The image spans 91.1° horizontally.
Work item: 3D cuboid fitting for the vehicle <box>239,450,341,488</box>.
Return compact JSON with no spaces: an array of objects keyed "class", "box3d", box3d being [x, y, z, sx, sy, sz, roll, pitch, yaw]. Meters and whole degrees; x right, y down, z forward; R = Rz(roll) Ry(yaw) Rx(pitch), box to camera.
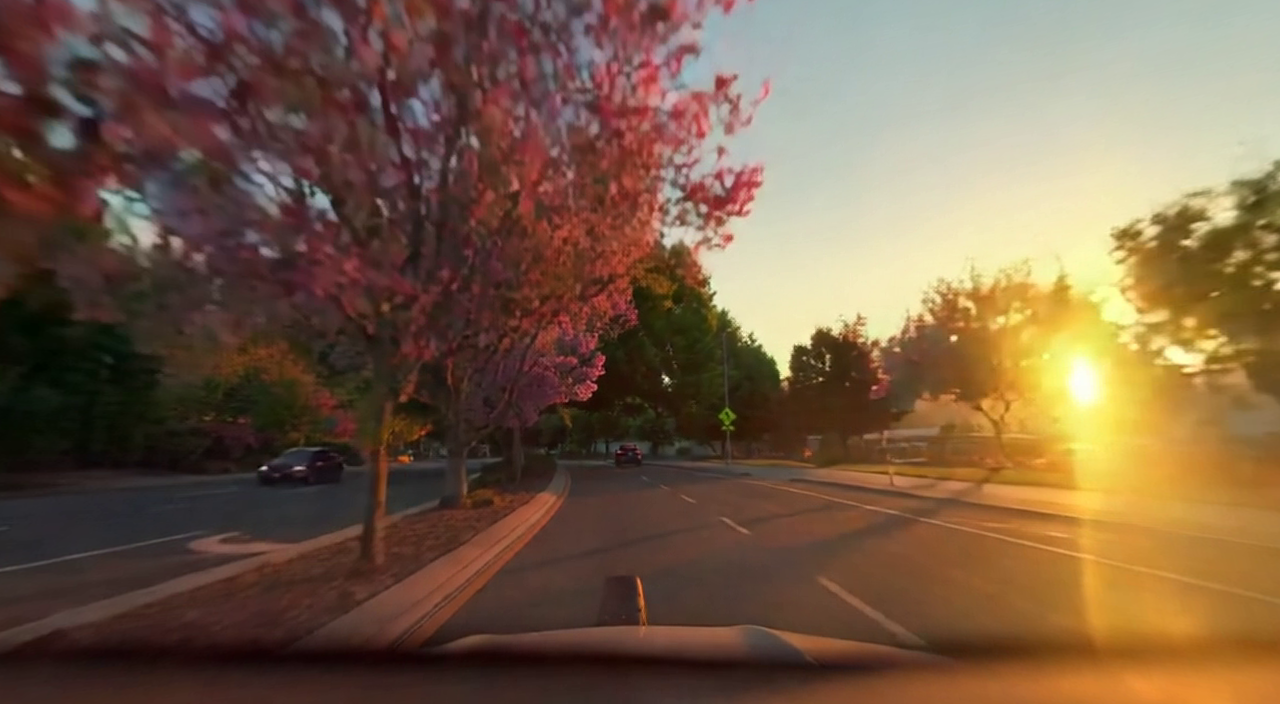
[{"class":"vehicle","box3d":[-15.230,5.091,27.685,2.046,1.523,4.802,1,-9,-4]}]
